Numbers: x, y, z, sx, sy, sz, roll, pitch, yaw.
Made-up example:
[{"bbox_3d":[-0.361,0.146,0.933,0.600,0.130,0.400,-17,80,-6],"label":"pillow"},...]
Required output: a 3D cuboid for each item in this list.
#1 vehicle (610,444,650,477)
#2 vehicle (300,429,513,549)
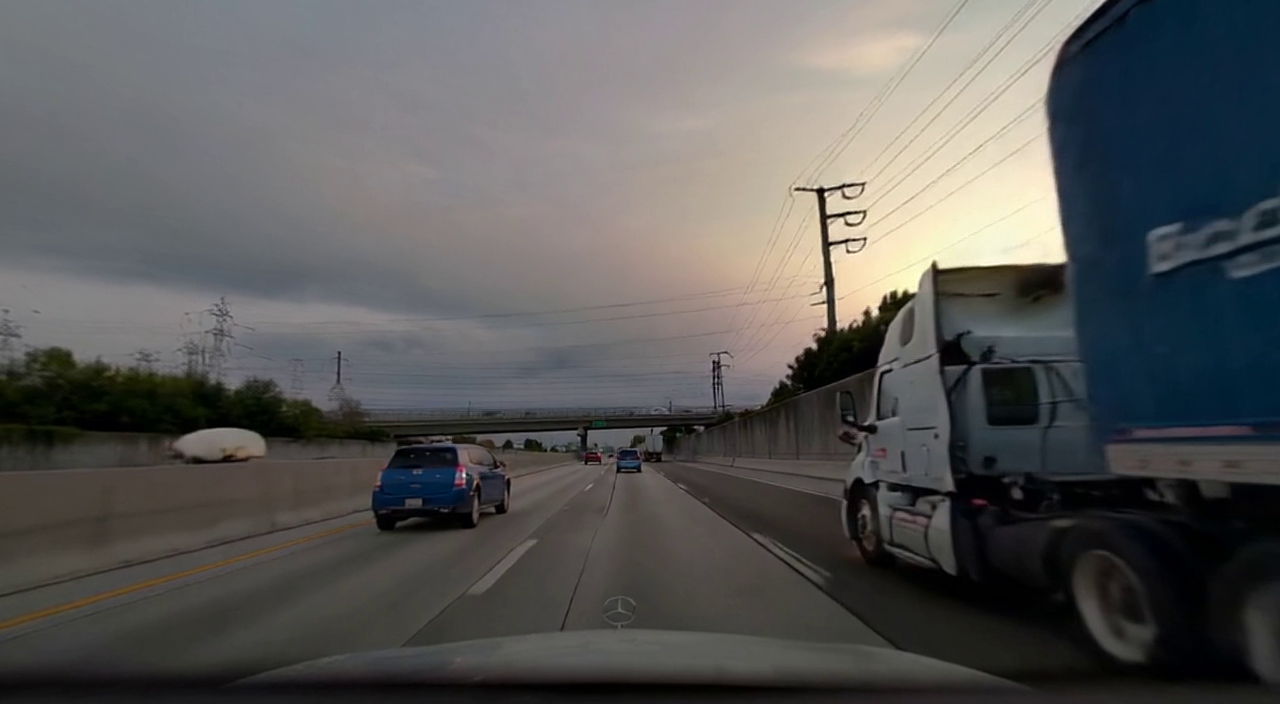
[{"bbox_3d":[-0.545,5.710,33.337,2.004,1.615,4.113,0,-9,-1],"label":"vehicle"},{"bbox_3d":[-3.473,2.108,10.280,1.987,1.548,3.981,0,-9,-1],"label":"vehicle"}]
